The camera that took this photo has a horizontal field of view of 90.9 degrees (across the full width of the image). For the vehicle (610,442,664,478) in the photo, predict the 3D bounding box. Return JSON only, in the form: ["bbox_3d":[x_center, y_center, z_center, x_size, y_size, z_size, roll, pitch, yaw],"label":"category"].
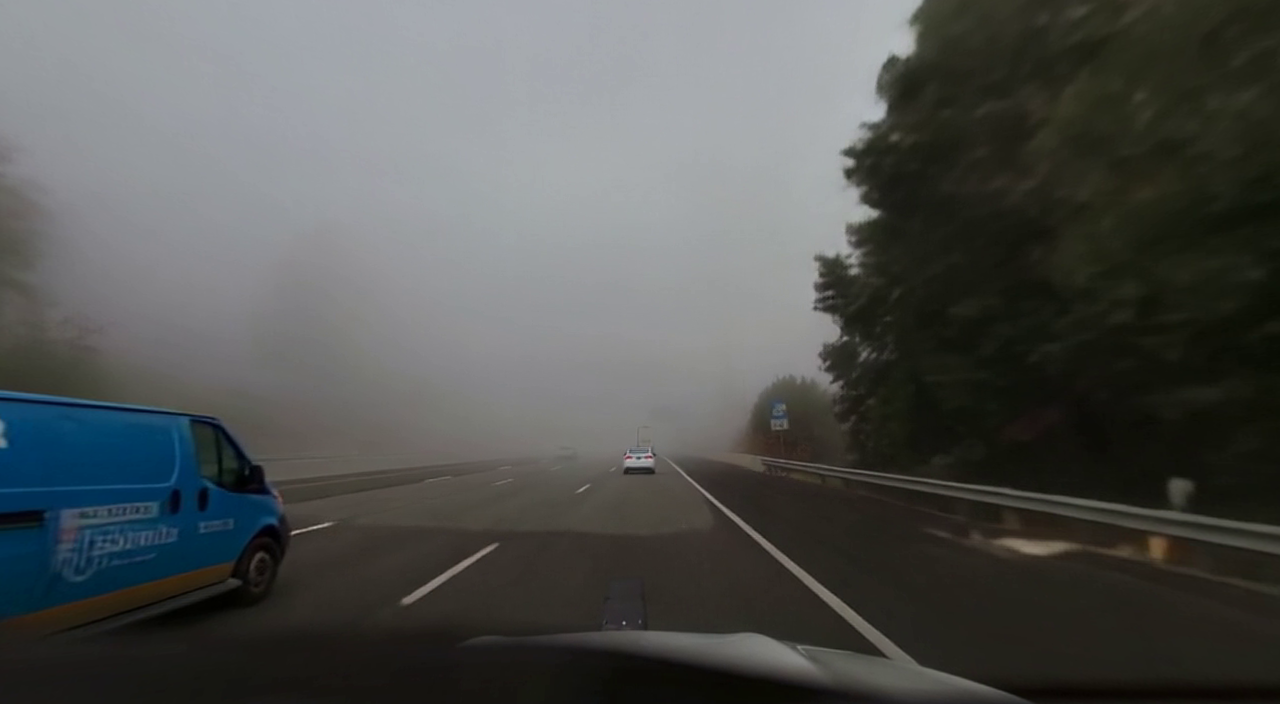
[{"bbox_3d":[-0.096,4.789,28.143,2.238,1.479,3.672,0,-9,1],"label":"vehicle"}]

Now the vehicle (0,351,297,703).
[{"bbox_3d":[-4.475,0.972,3.567,2.174,1.862,5.012,0,-9,1],"label":"vehicle"}]
